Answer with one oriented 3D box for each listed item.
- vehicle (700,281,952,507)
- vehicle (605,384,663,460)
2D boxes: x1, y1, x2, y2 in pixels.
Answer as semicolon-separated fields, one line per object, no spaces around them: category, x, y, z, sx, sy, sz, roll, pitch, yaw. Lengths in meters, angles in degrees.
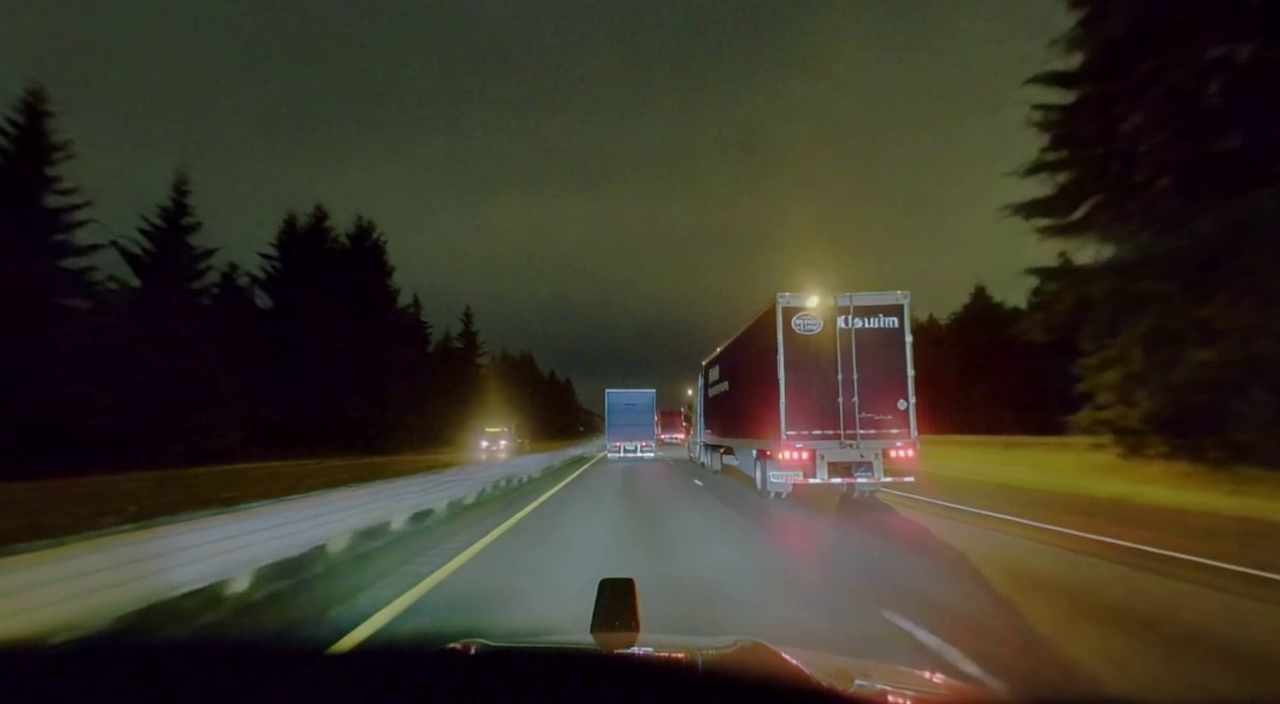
vehicle;4.052;1.704;18.796;2.856;4.145;14.500;0;-8;-1
vehicle;-0.392;4.290;37.520;2.958;3.917;10.196;0;-8;-1
